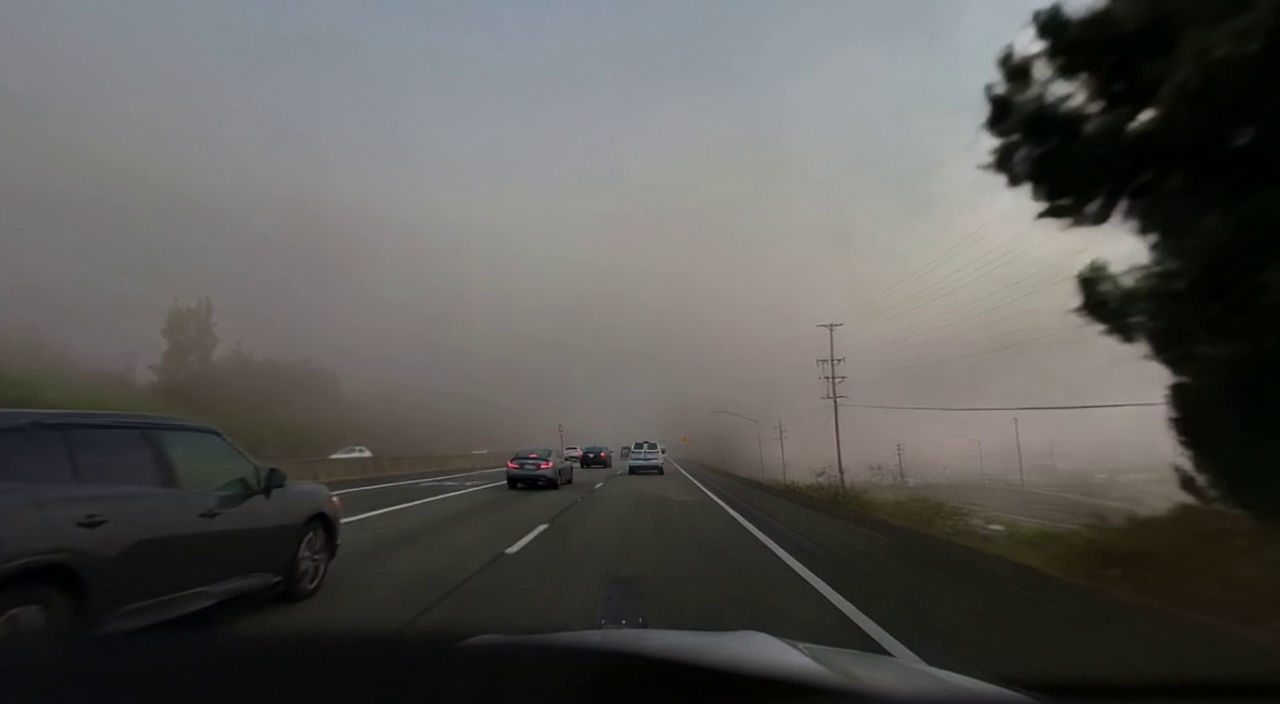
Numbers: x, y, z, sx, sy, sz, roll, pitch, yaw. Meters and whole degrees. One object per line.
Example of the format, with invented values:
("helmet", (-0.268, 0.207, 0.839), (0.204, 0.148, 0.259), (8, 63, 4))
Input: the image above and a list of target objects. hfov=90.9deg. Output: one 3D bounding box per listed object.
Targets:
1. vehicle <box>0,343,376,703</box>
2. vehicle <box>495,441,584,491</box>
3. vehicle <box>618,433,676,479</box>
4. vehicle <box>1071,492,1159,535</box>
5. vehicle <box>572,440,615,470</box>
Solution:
("vehicle", (-3.791, 1.057, 4.104), (2.104, 1.754, 4.515), (0, -8, 1))
("vehicle", (-3.184, 3.702, 20.912), (2.092, 1.464, 4.466), (-1, -8, 2))
("vehicle", (0.326, 4.471, 27.401), (2.319, 1.813, 4.274), (0, -8, 1))
("vehicle", (30.543, 10.355, 40.838), (2.164, 2.048, 5.656), (-2, -8, 11))
("vehicle", (-2.781, 6.315, 38.763), (2.051, 1.695, 4.731), (-1, -8, 3))
